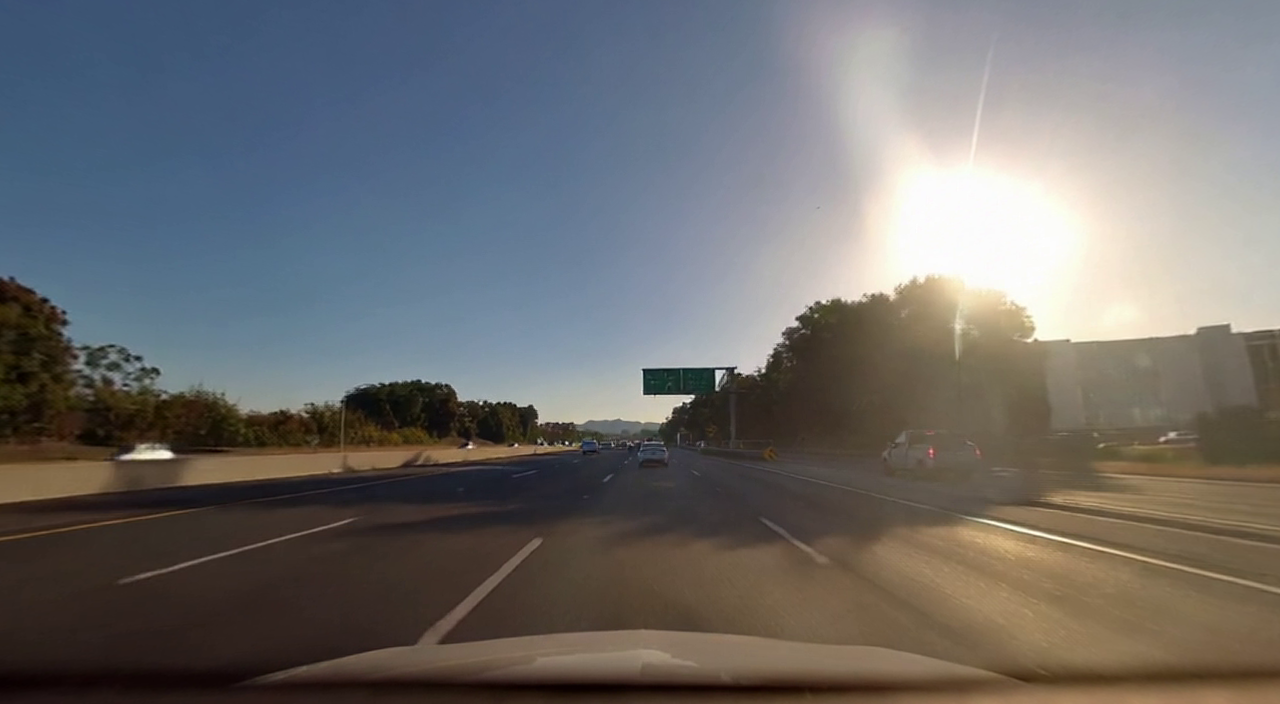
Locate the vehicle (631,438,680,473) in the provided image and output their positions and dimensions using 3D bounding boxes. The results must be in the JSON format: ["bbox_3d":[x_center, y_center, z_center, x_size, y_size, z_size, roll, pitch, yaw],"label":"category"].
[{"bbox_3d":[0.664,4.734,29.135,2.112,1.482,4.082,0,-8,0],"label":"vehicle"}]

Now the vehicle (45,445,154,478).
[{"bbox_3d":[-32.266,6.525,37.871,2.002,1.777,5.022,0,-8,1],"label":"vehicle"}]

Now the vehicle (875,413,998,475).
[{"bbox_3d":[12.950,4.095,28.193,2.336,2.415,6.056,0,-8,-2],"label":"vehicle"}]
